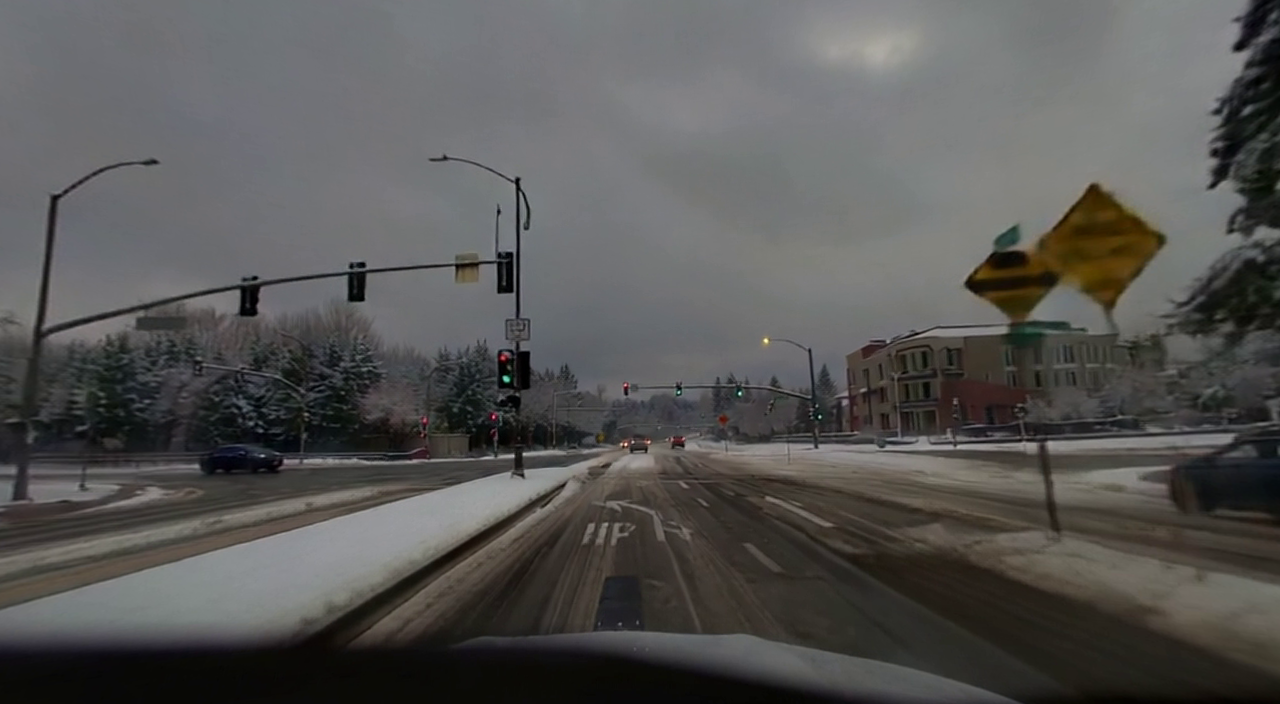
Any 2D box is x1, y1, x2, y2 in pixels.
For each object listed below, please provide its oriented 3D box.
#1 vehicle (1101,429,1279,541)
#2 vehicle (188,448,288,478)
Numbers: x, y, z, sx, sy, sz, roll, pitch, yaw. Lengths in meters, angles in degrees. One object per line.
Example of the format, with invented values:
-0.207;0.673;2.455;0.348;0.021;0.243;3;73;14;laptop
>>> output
9.593;1.934;9.475;1.933;1.500;4.458;0;-8;-1;vehicle
-24.728;6.839;39.003;4.706;1.734;2.253;-1;-8;6;vehicle
